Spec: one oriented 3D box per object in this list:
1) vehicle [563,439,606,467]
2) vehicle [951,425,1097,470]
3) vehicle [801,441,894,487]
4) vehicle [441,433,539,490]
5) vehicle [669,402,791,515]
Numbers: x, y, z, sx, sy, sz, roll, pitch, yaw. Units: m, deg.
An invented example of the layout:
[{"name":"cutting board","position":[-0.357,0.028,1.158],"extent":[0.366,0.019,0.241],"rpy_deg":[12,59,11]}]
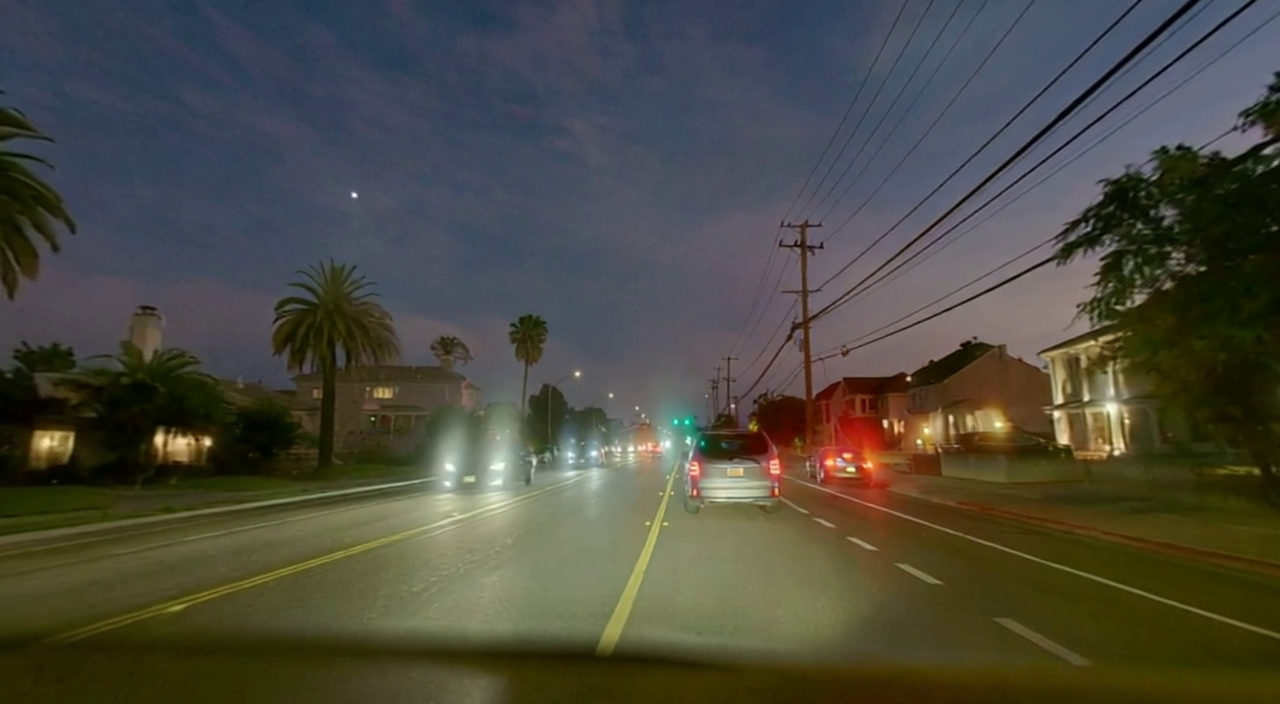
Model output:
[{"name":"vehicle","position":[-3.378,6.196,38.886],"extent":[1.965,1.653,4.251],"rpy_deg":[-1,-8,4]},{"name":"vehicle","position":[16.541,4.113,27.425],"extent":[4.749,1.699,2.311],"rpy_deg":[-3,-6,5]},{"name":"vehicle","position":[7.157,3.894,22.268],"extent":[2.022,1.456,4.246],"rpy_deg":[-1,-8,3]},{"name":"vehicle","position":[-4.905,3.637,21.320],"extent":[1.948,1.706,4.407],"rpy_deg":[-1,-8,4]},{"name":"vehicle","position":[1.774,2.268,13.792],"extent":[2.168,2.040,4.527],"rpy_deg":[-1,-8,3]}]
